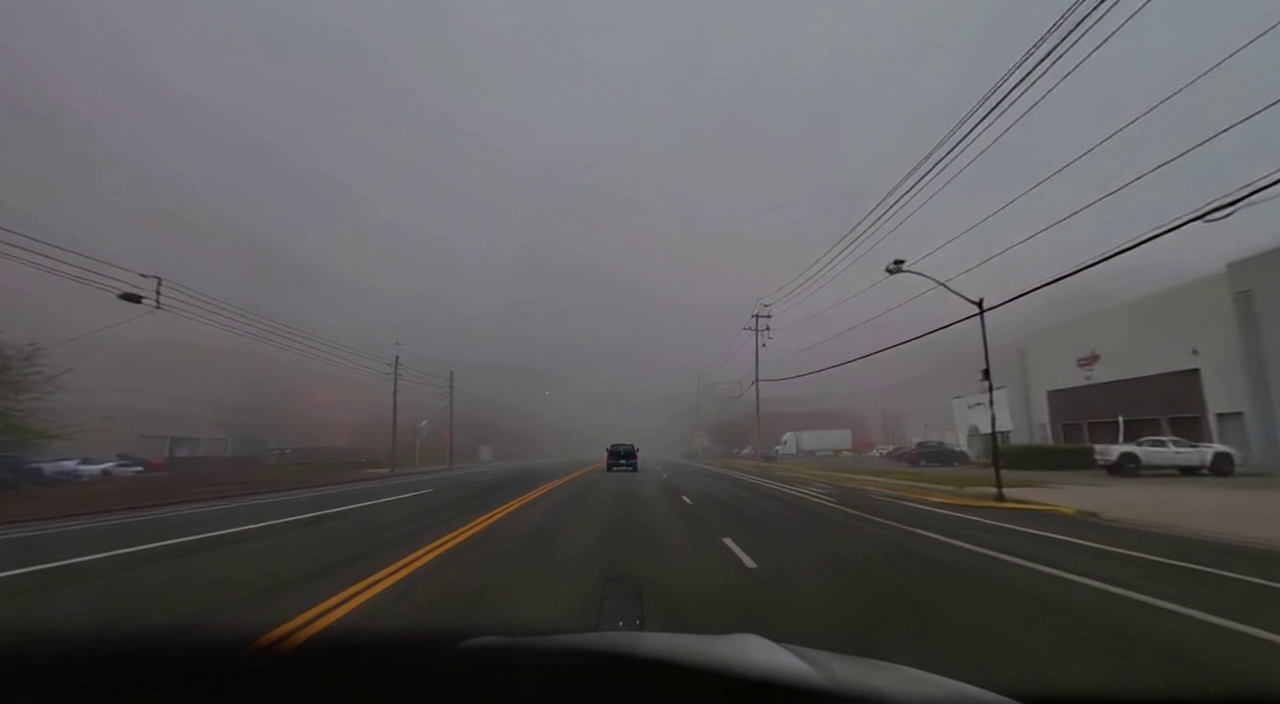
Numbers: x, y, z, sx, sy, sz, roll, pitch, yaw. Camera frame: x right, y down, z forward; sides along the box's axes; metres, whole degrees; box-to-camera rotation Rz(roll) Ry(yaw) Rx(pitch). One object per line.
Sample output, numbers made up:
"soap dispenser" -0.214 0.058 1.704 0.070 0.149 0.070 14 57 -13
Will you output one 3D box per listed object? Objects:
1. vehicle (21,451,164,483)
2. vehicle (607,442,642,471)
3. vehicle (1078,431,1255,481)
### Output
"vehicle" -26.384 5.537 30.619 4.728 1.431 2.287 0 -9 -2
"vehicle" -0.875 6.149 37.170 1.937 1.588 3.746 0 -9 0
"vehicle" 23.366 4.647 28.263 5.669 2.073 2.297 -1 -9 2
